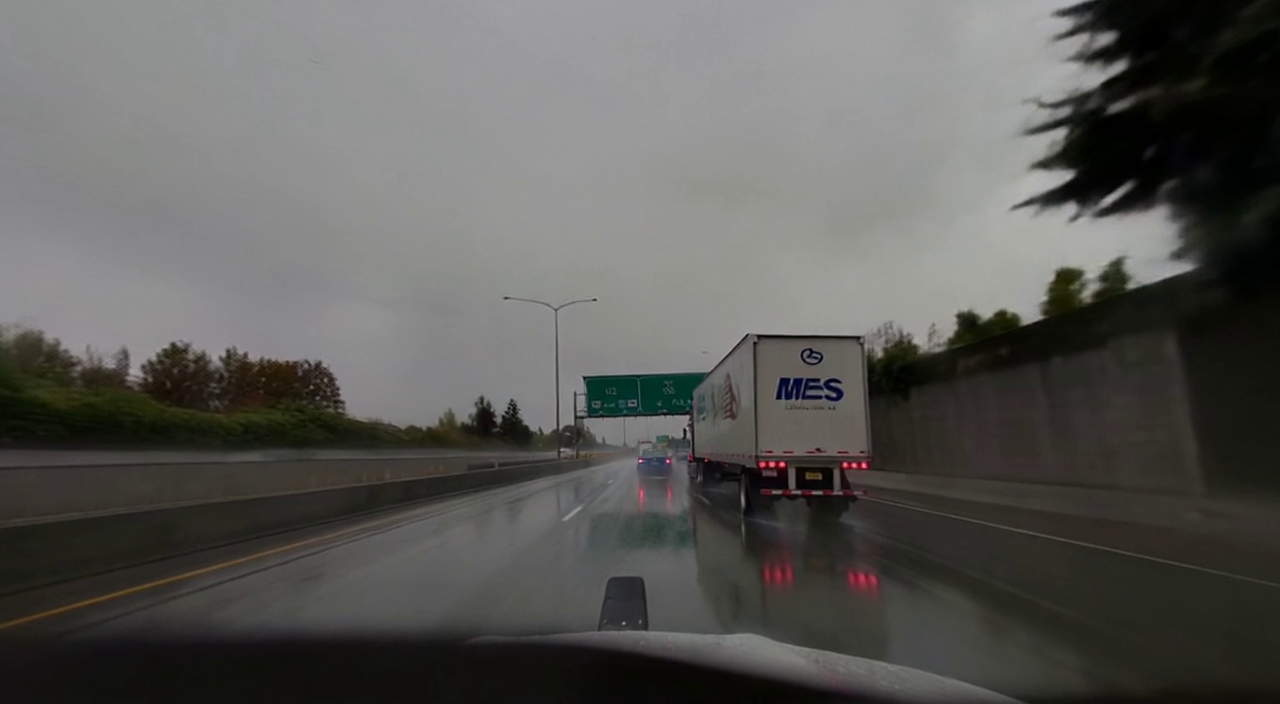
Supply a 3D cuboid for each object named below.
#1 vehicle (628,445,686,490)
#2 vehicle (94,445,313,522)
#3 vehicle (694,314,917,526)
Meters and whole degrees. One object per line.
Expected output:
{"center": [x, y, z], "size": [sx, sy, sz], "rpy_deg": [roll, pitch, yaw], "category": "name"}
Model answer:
{"center": [0.605, 4.519, 25.027], "size": [2.121, 1.642, 3.828], "rpy_deg": [0, -9, -1], "category": "vehicle"}
{"center": [-9.689, 2.911, 14.531], "size": [1.912, 1.502, 4.283], "rpy_deg": [0, -9, 1], "category": "vehicle"}
{"center": [3.758, 2.338, 19.283], "size": [3.002, 4.104, 14.174], "rpy_deg": [0, -9, 0], "category": "vehicle"}
